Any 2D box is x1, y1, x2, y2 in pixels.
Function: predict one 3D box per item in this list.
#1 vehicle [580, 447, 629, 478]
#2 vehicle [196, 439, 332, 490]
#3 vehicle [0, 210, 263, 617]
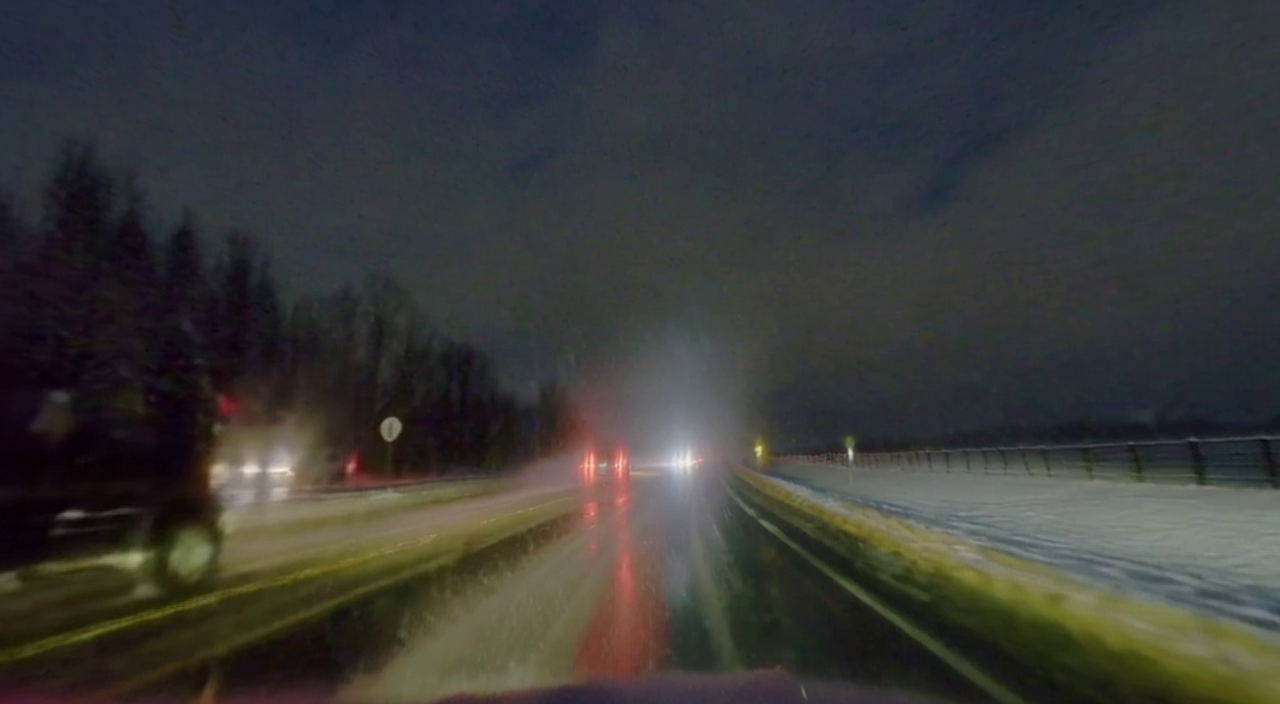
[{"bbox_3d":[-2.027,6.473,36.912,2.106,1.679,3.908,-1,-9,8],"label":"vehicle"},{"bbox_3d":[-19.561,5.886,33.178,2.387,2.412,6.602,-1,-9,8],"label":"vehicle"},{"bbox_3d":[-6.876,0.379,4.424,2.757,3.370,7.606,-1,-9,9],"label":"vehicle"}]
